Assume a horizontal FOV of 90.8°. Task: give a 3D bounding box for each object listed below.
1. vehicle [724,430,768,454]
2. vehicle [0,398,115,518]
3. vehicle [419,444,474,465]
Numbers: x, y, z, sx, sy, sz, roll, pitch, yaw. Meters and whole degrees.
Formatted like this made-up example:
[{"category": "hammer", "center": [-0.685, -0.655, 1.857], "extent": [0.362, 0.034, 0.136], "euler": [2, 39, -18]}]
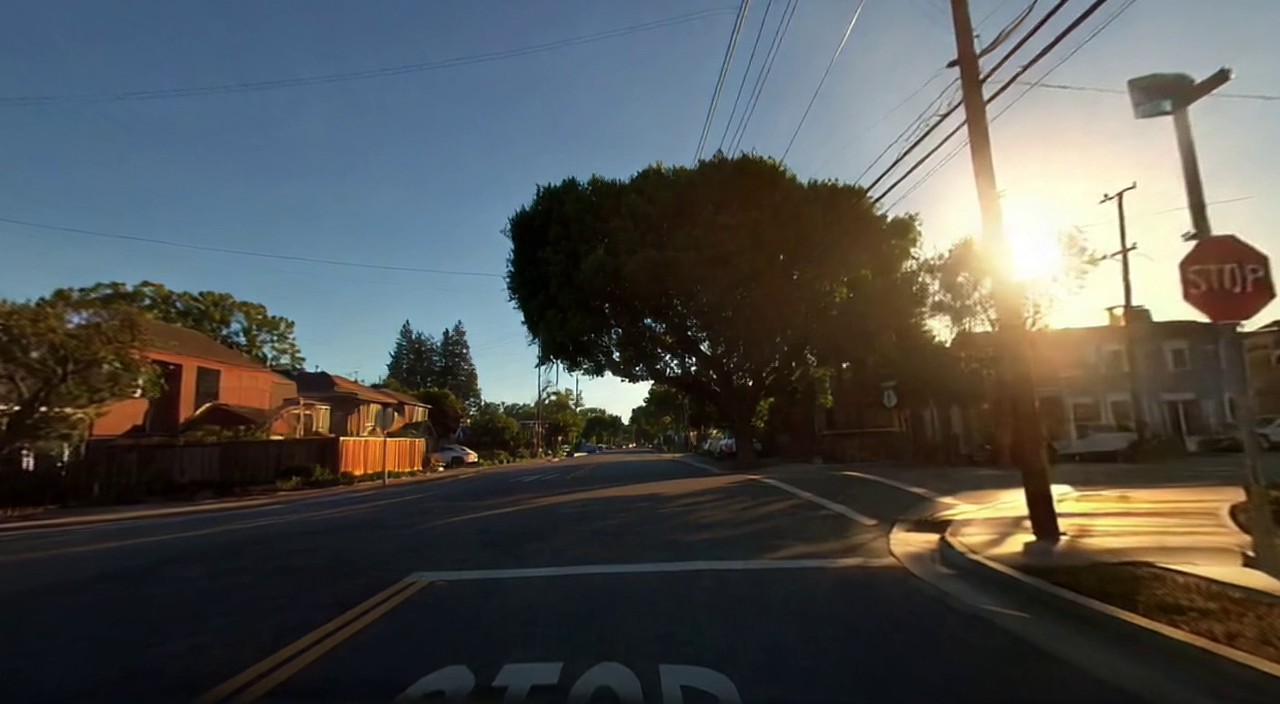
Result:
[{"category": "vehicle", "center": [8.132, 7.001, 48.841], "extent": [1.998, 1.756, 4.395], "euler": [1, -9, -10]}, {"category": "vehicle", "center": [-19.863, 3.306, 19.510], "extent": [2.842, 3.181, 8.576], "euler": [5, -12, -22]}, {"category": "vehicle", "center": [-15.014, 7.962, 49.132], "extent": [3.652, 1.553, 1.701], "euler": [-1, -8, 4]}]
